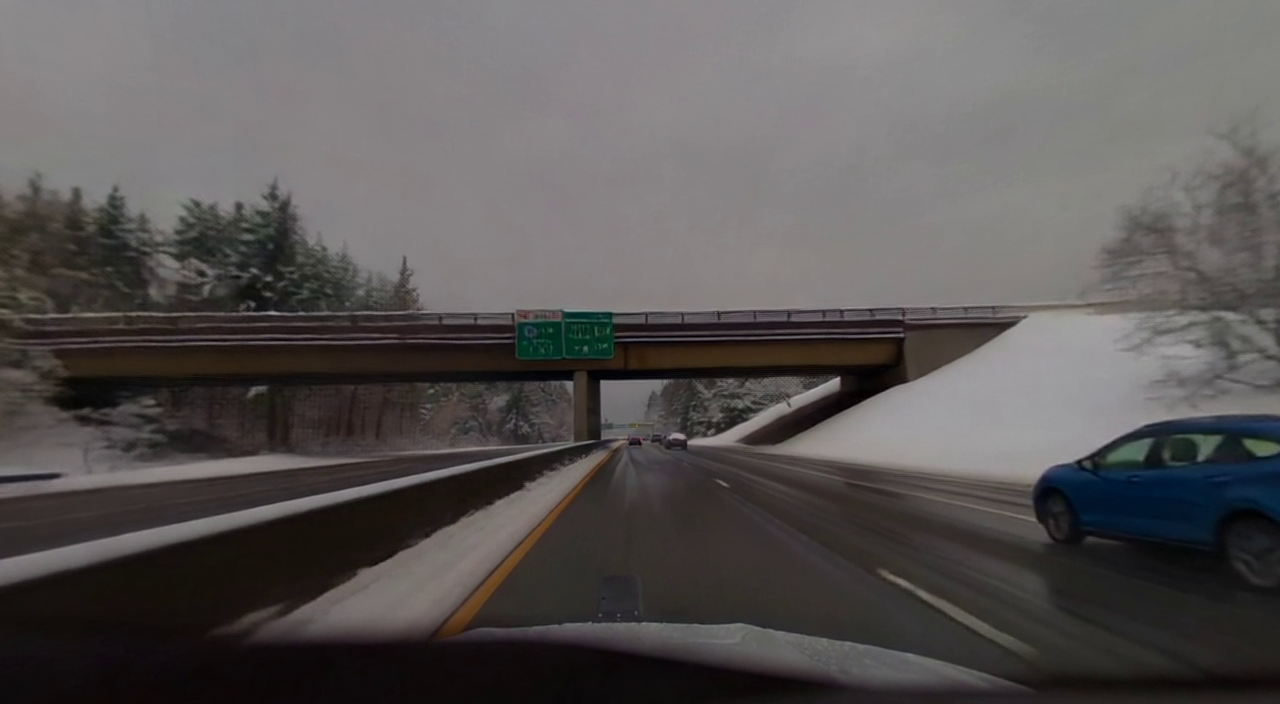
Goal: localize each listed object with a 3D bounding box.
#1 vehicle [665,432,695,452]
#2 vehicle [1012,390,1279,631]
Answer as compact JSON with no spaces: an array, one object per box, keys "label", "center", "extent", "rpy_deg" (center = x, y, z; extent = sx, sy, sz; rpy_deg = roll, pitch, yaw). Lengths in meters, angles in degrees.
[{"label":"vehicle","center":[3.059,7.041,49.213],"extent":[1.981,1.490,3.449],"rpy_deg":[0,-8,-3]},{"label":"vehicle","center":[5.180,1.144,4.898],"extent":[1.940,1.578,4.122],"rpy_deg":[0,-8,-2]}]
